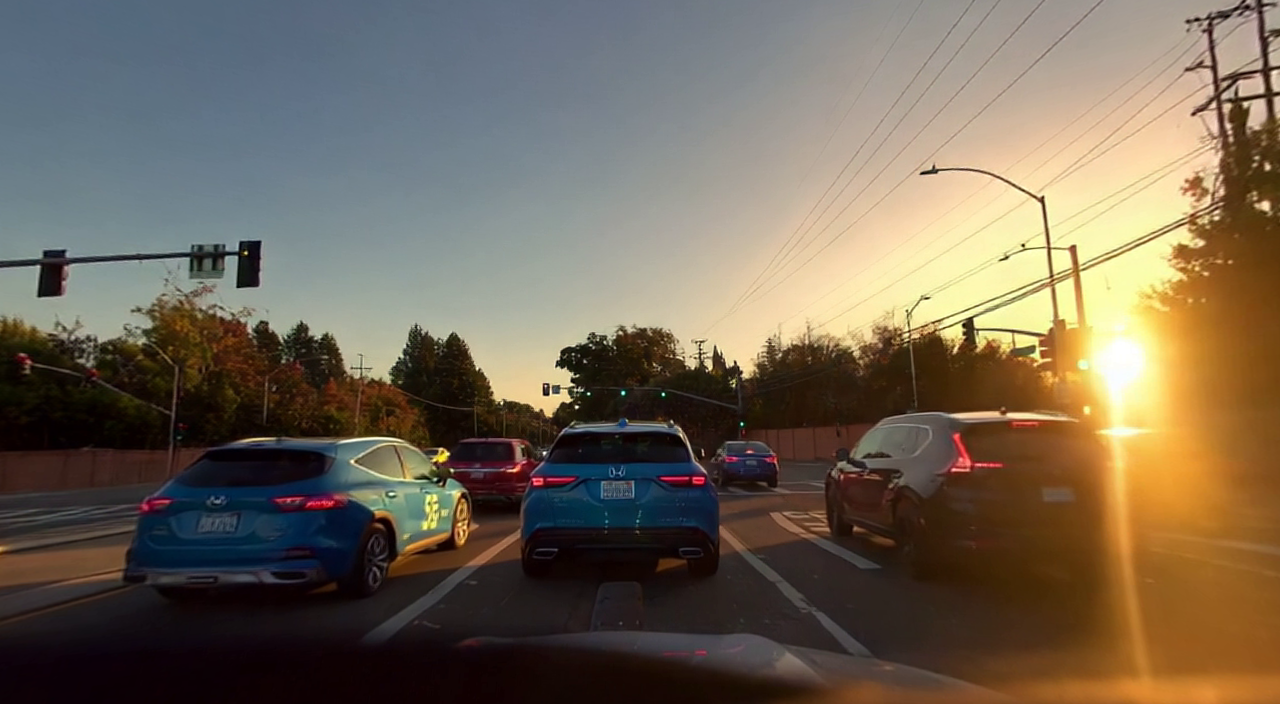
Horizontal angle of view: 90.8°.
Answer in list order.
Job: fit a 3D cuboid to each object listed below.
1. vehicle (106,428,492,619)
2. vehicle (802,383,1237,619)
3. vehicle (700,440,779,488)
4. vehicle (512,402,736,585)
[{"bbox_3d":[-3.190,1.675,7.214,1.881,1.466,4.484,0,-9,0],"label":"vehicle"},{"bbox_3d":[3.501,1.481,7.185,1.999,1.789,4.583,0,-9,-1],"label":"vehicle"},{"bbox_3d":[3.345,3.871,22.159,1.949,1.479,4.489,0,-9,-1],"label":"vehicle"},{"bbox_3d":[-0.123,1.652,8.097,2.111,1.712,4.078,0,-9,1],"label":"vehicle"}]
